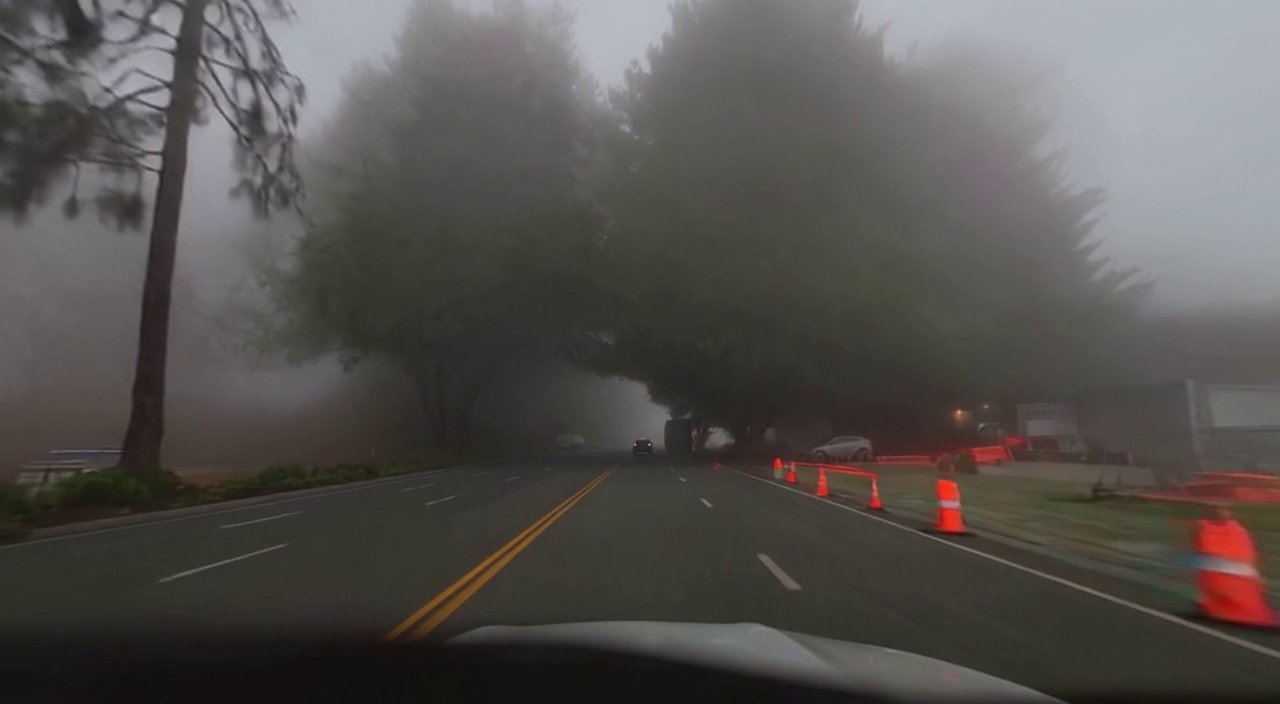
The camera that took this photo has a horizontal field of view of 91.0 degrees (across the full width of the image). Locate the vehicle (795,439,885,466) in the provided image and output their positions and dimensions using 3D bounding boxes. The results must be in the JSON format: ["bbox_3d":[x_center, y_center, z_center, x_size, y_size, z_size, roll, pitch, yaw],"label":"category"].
[{"bbox_3d":[11.122,5.601,35.250,4.463,1.466,1.813,-1,-8,5],"label":"vehicle"}]

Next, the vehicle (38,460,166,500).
[{"bbox_3d":[-23.425,5.569,27.632,1.952,1.511,4.147,0,-9,-1],"label":"vehicle"}]
